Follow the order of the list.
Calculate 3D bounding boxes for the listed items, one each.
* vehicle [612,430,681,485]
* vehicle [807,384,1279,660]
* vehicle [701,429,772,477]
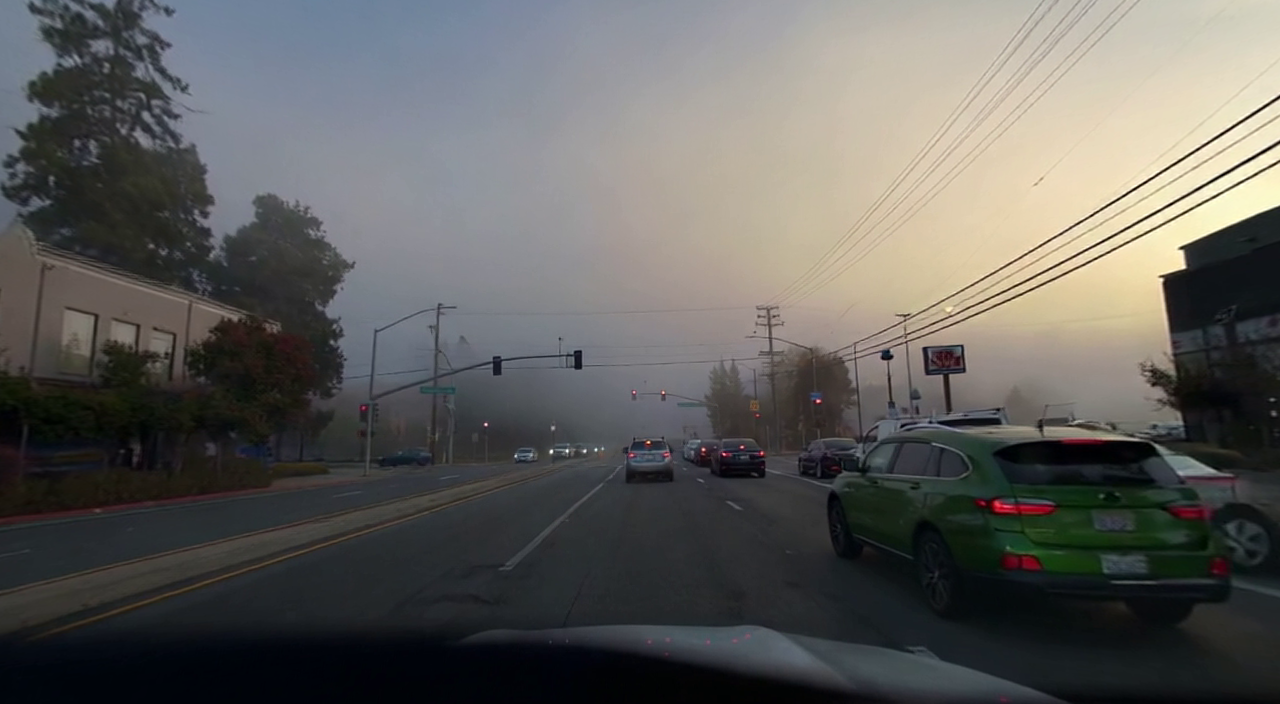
[{"bbox_3d":[0.220,3.572,21.609,2.149,1.668,3.962,0,-9,0],"label":"vehicle"},{"bbox_3d":[3.139,1.321,5.934,1.998,1.620,4.267,0,-9,1],"label":"vehicle"},{"bbox_3d":[3.813,4.109,25.880,2.060,1.789,4.712,0,-9,-1],"label":"vehicle"}]
